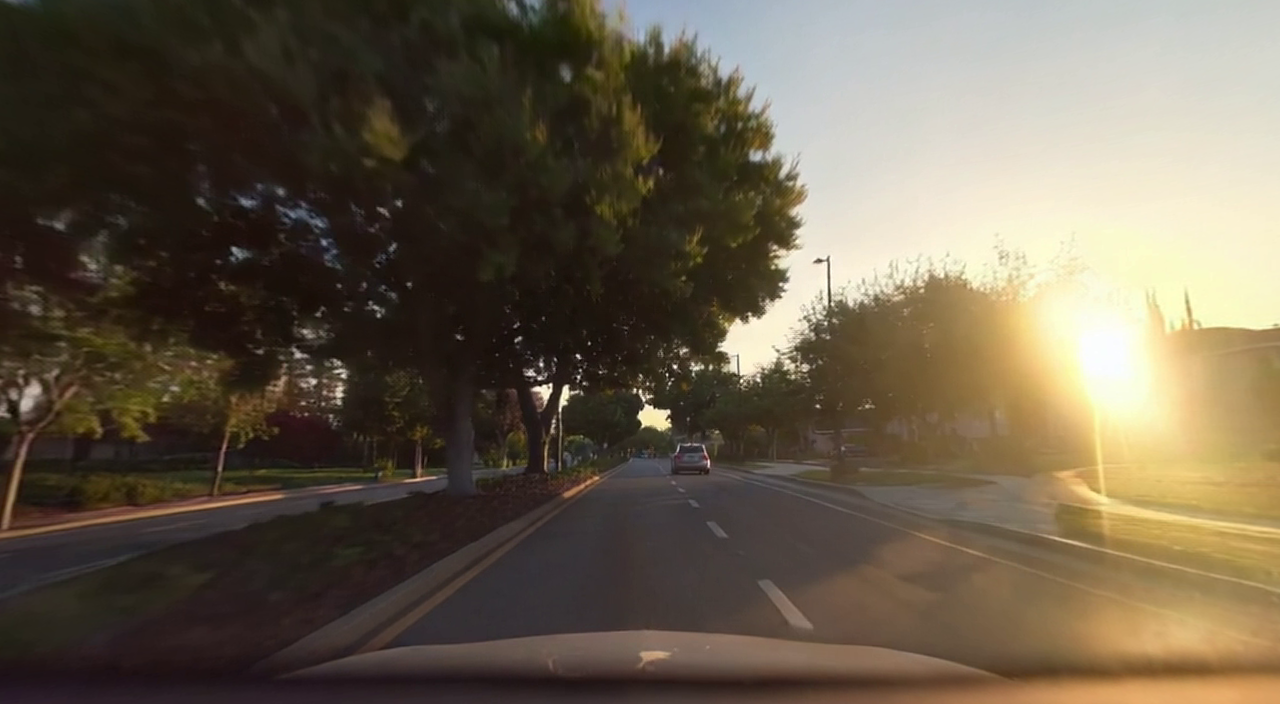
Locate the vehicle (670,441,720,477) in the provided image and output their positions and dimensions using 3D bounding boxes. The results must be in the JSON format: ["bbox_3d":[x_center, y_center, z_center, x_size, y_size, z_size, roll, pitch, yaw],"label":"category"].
[{"bbox_3d":[2.795,5.627,33.376,2.180,1.773,4.639,0,-9,-1],"label":"vehicle"}]

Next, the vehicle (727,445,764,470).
[{"bbox_3d":[8.246,8.150,48.815,2.269,1.826,5.192,-2,-9,15],"label":"vehicle"}]
